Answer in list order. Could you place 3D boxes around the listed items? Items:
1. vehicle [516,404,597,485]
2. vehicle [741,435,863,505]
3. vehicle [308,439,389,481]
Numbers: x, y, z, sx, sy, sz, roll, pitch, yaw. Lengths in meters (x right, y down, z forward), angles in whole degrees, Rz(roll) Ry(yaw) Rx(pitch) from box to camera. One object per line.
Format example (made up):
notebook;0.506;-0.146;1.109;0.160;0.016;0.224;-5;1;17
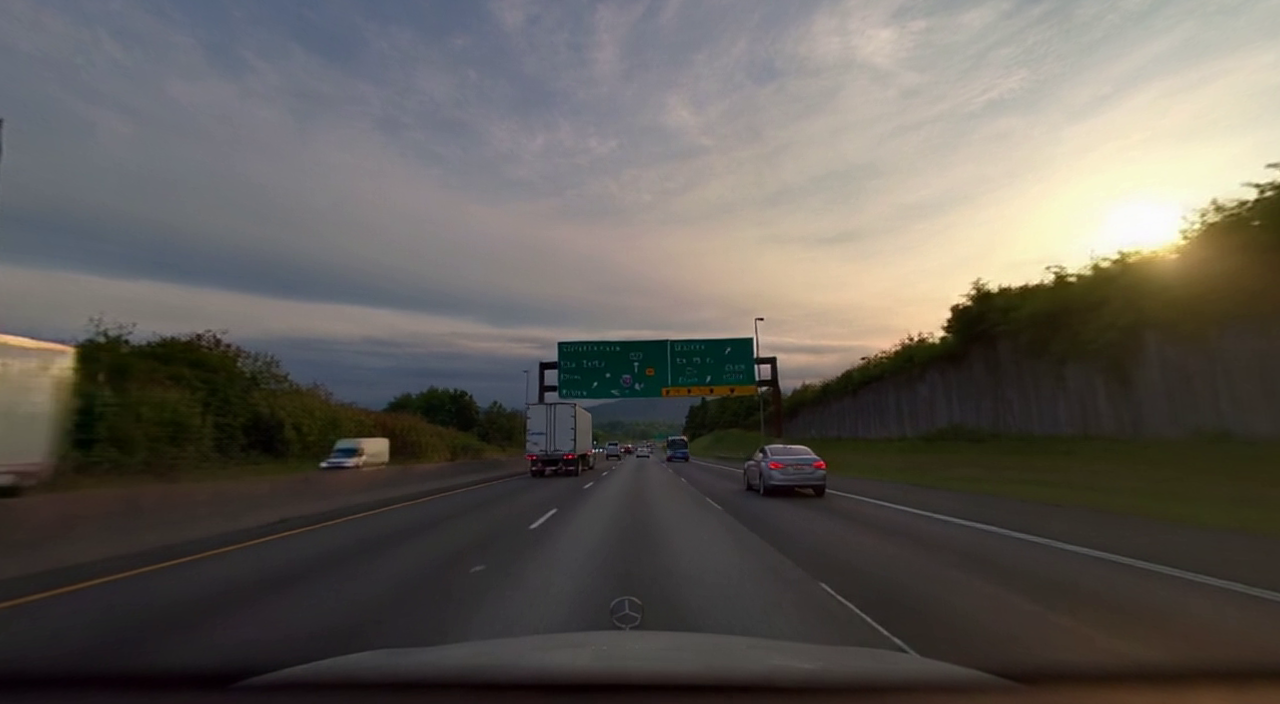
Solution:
vehicle;-3.569;4.200;28.564;2.667;3.195;6.731;0;-9;1
vehicle;3.973;2.983;16.259;1.983;1.545;4.038;0;-9;-1
vehicle;-19.029;7.098;41.591;2.396;2.527;6.056;0;-9;0
